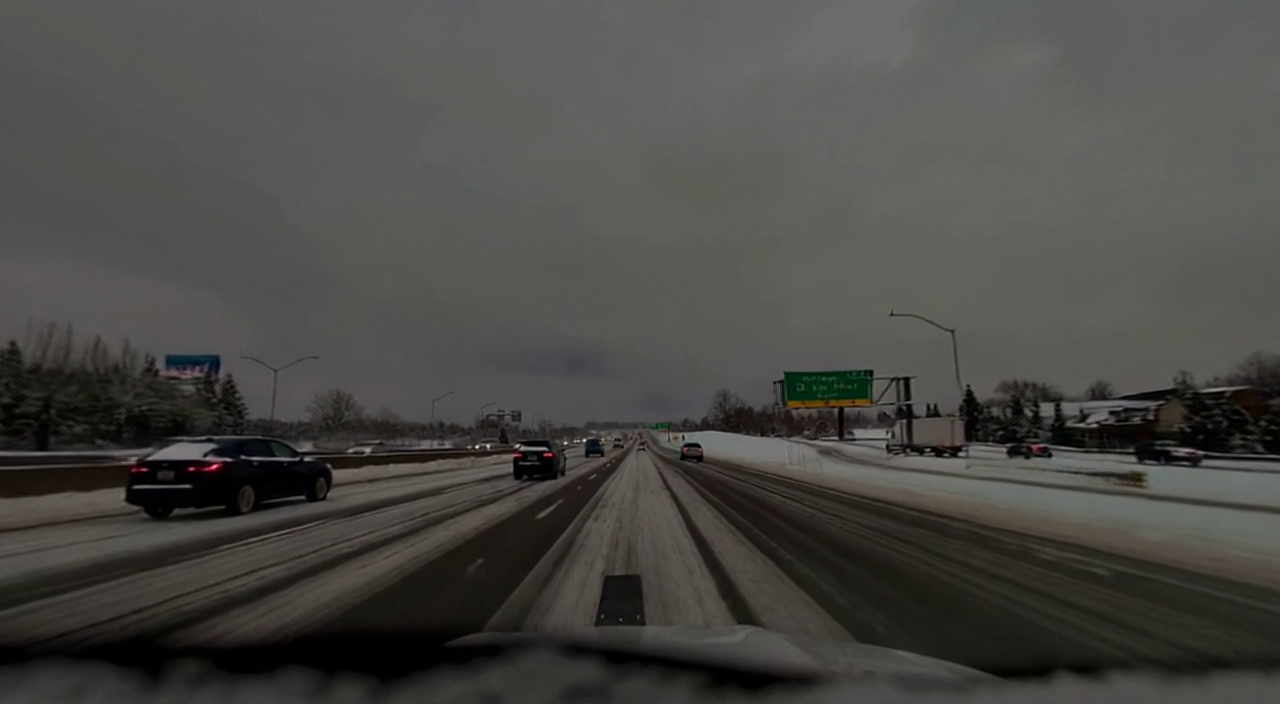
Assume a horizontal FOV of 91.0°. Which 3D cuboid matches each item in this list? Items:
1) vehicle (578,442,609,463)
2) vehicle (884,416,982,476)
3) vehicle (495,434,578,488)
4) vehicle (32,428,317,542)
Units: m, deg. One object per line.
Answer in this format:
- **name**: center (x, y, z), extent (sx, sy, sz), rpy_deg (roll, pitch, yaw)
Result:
- **vehicle**: center (-3.449, 7.517, 47.313), extent (1.960, 1.494, 4.123), rpy_deg (1, -9, 1)
- **vehicle**: center (19.166, 6.258, 41.968), extent (2.958, 3.538, 8.761), rpy_deg (0, -9, 5)
- **vehicle**: center (-3.324, 3.607, 21.119), extent (2.001, 1.577, 4.055), rpy_deg (1, -9, 1)
- **vehicle**: center (-7.267, 2.082, 10.408), extent (1.865, 1.518, 3.620), rpy_deg (1, -9, 1)
